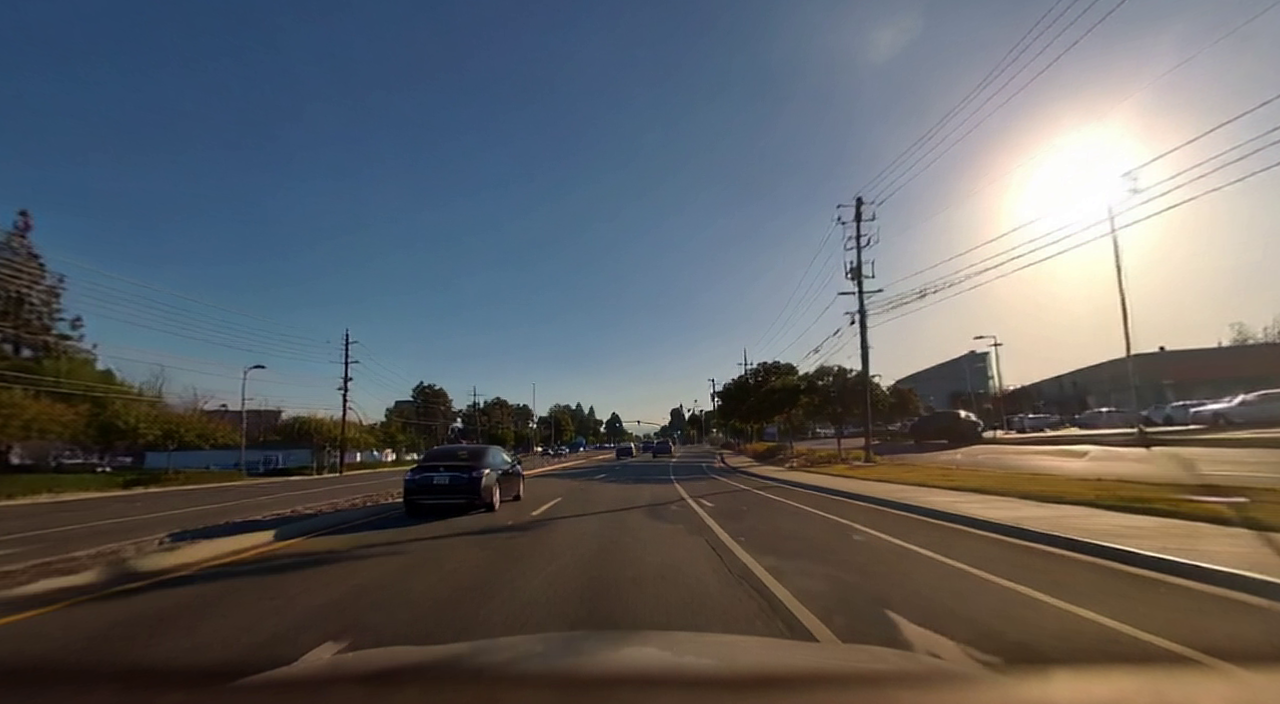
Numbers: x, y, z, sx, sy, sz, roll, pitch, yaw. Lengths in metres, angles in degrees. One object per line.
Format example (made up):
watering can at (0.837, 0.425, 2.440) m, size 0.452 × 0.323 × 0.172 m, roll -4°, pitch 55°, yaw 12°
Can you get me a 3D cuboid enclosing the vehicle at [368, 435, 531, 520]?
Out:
vehicle at (-3.817, 2.584, 13.636) m, size 1.928 × 1.488 × 4.635 m, roll 0°, pitch -8°, yaw 2°
